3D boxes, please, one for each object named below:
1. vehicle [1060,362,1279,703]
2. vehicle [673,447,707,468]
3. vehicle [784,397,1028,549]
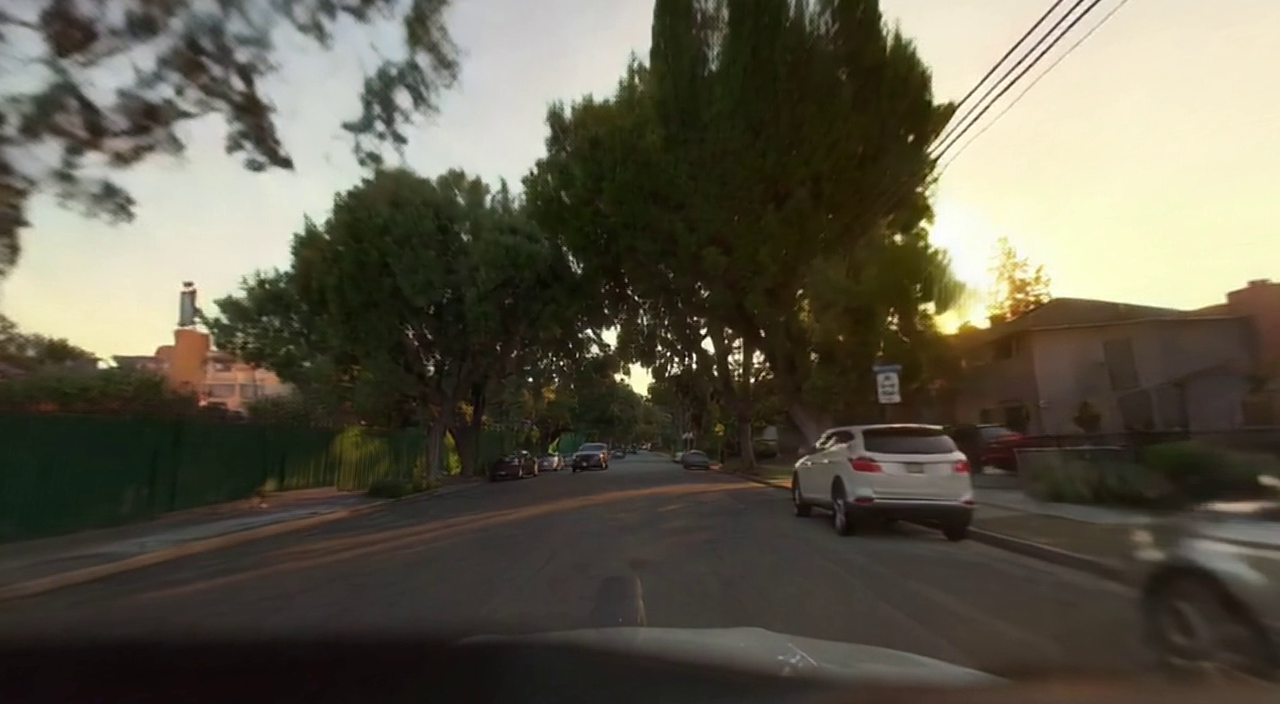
[{"bbox_3d":[3.678,0.713,1.433,2.122,1.673,4.876,0,-8,1],"label":"vehicle"},{"bbox_3d":[3.879,8.264,49.680,2.051,1.524,5.047,0,-8,-2],"label":"vehicle"},{"bbox_3d":[4.098,1.944,10.724,2.220,2.045,4.139,0,-8,-1],"label":"vehicle"}]
